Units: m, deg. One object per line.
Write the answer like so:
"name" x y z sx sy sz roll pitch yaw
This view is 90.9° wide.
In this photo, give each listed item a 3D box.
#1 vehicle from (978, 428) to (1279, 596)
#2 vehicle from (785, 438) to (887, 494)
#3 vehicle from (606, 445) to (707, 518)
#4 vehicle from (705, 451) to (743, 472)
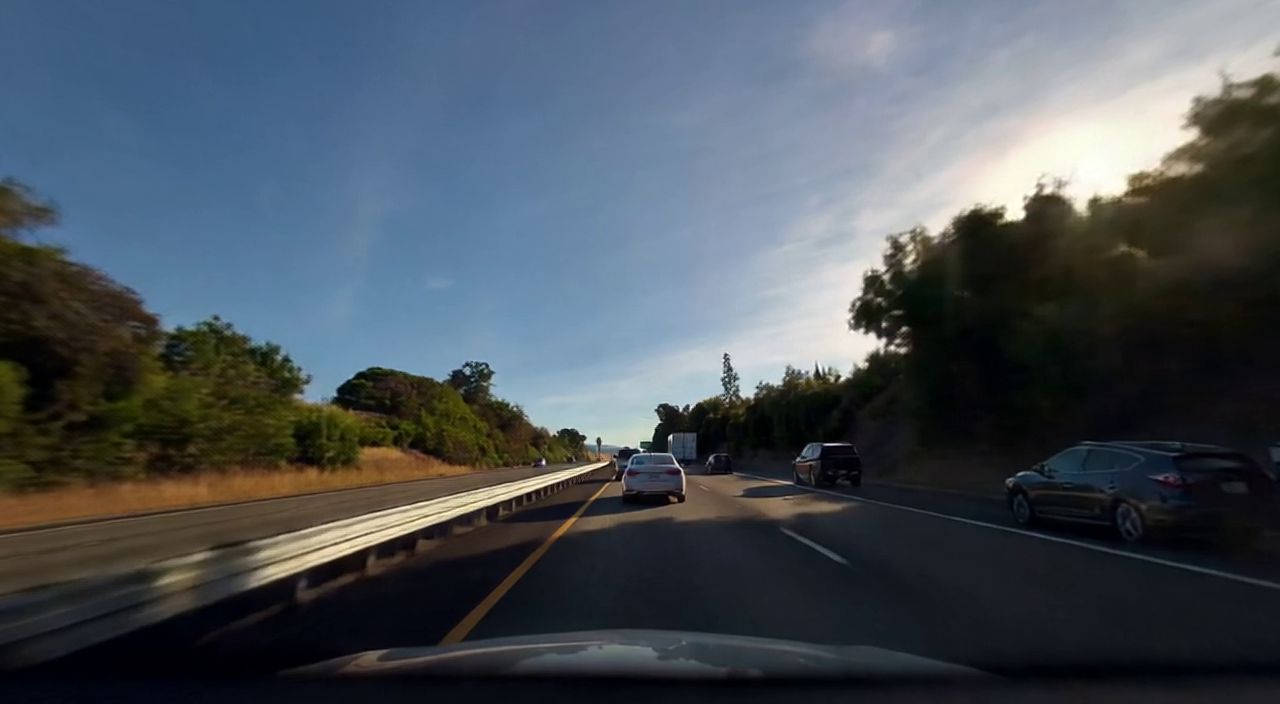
"vehicle" 6.301 1.755 7.746 1.965 1.484 4.090 0 -9 0
"vehicle" 6.514 3.834 21.490 1.980 1.702 4.235 0 -9 -2
"vehicle" 0.306 2.994 15.021 2.076 1.485 3.774 0 -9 -1
"vehicle" 5.979 7.811 45.059 1.921 1.451 3.841 0 -9 -4
